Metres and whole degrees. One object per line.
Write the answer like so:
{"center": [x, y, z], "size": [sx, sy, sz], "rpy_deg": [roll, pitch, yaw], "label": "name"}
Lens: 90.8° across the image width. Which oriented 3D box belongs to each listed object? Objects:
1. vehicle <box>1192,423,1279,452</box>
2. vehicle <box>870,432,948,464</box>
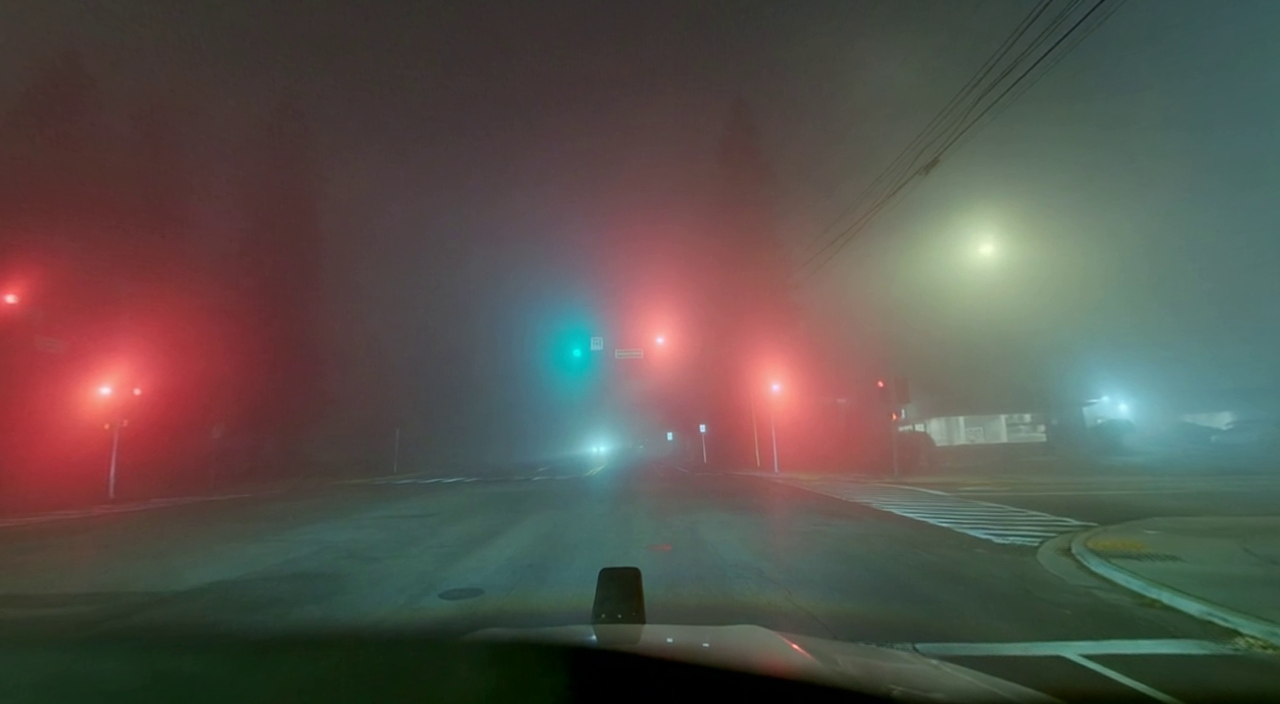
{"center": [34.090, 4.866, 35.745], "size": [1.832, 1.521, 4.266], "rpy_deg": [0, -9, 1], "label": "vehicle"}
{"center": [14.950, 5.378, 35.386], "size": [1.959, 1.471, 4.570], "rpy_deg": [-4, -9, -5], "label": "vehicle"}
